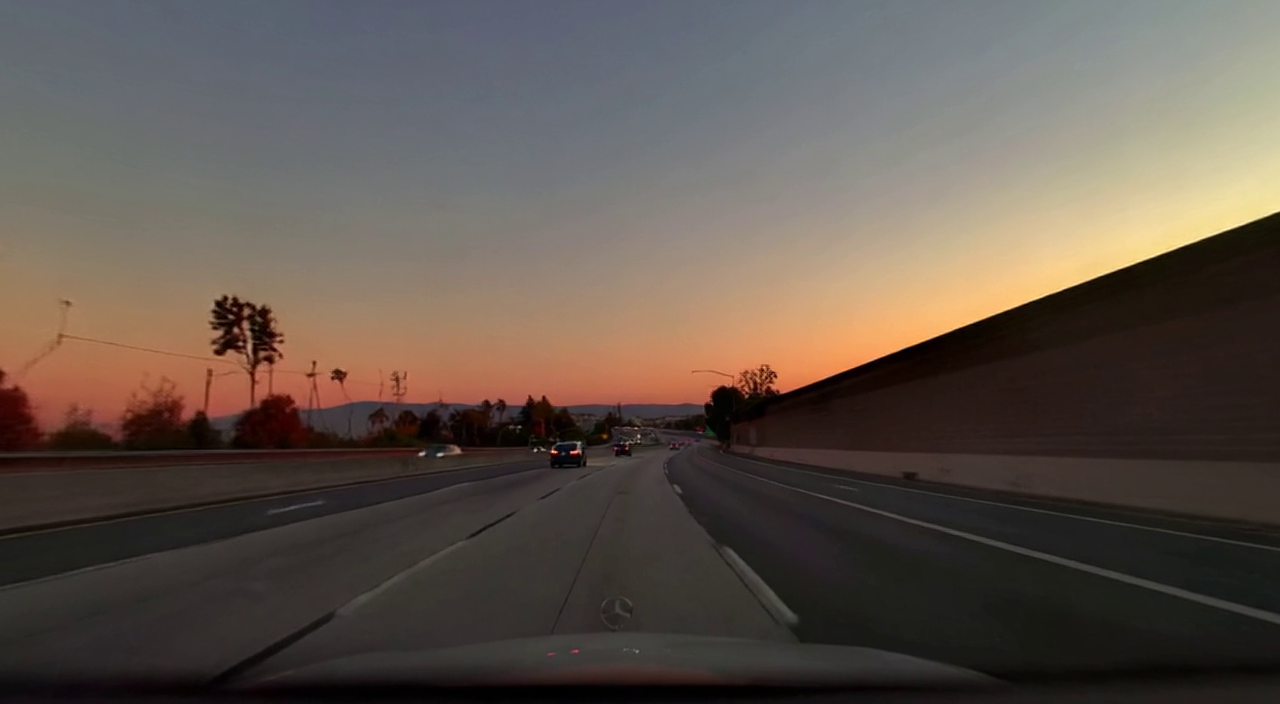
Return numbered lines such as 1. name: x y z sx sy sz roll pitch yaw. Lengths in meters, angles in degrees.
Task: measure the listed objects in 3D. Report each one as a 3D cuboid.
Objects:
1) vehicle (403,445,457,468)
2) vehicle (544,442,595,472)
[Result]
1. vehicle: -14.145 7.030 42.737 2.078 1.483 4.120 -1 -8 3
2. vehicle: -3.733 5.659 34.296 2.078 1.457 4.648 -1 -8 2
